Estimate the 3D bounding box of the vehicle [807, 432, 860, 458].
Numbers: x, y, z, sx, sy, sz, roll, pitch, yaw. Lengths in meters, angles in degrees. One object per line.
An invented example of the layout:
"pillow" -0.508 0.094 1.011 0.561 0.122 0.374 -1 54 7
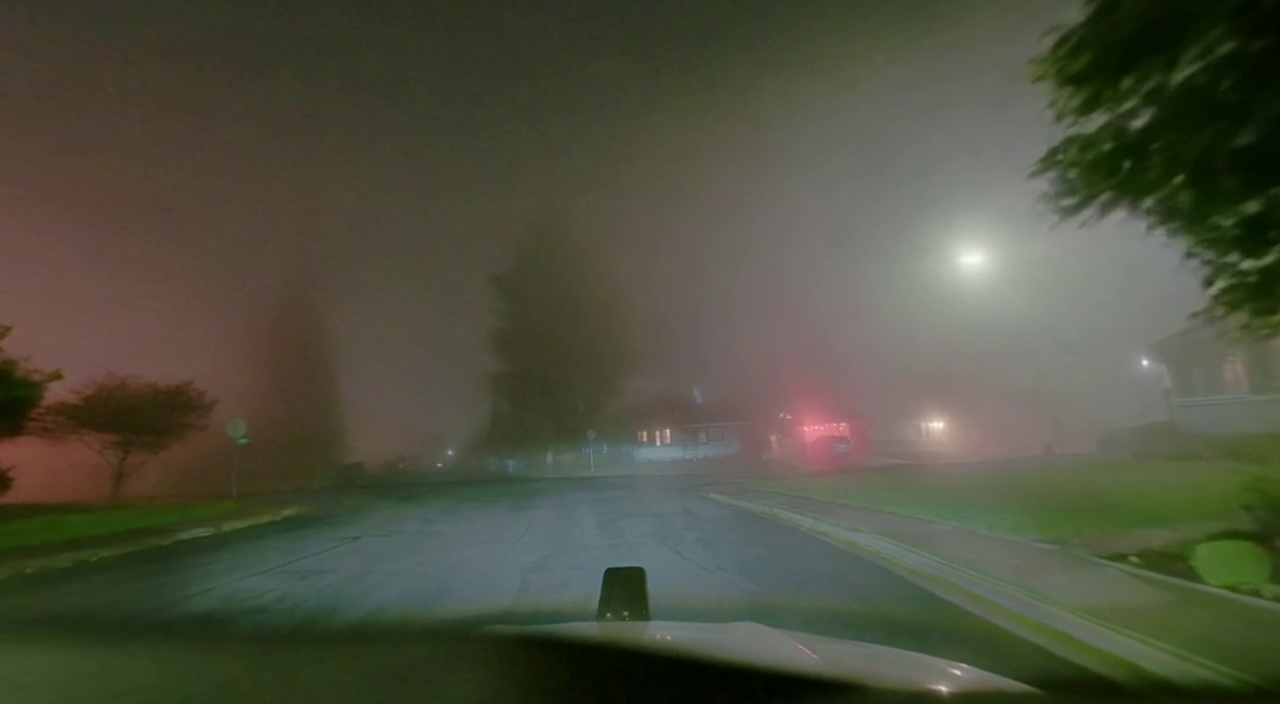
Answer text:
"vehicle" 14.387 7.011 47.159 1.992 1.813 5.079 0 -9 -5
